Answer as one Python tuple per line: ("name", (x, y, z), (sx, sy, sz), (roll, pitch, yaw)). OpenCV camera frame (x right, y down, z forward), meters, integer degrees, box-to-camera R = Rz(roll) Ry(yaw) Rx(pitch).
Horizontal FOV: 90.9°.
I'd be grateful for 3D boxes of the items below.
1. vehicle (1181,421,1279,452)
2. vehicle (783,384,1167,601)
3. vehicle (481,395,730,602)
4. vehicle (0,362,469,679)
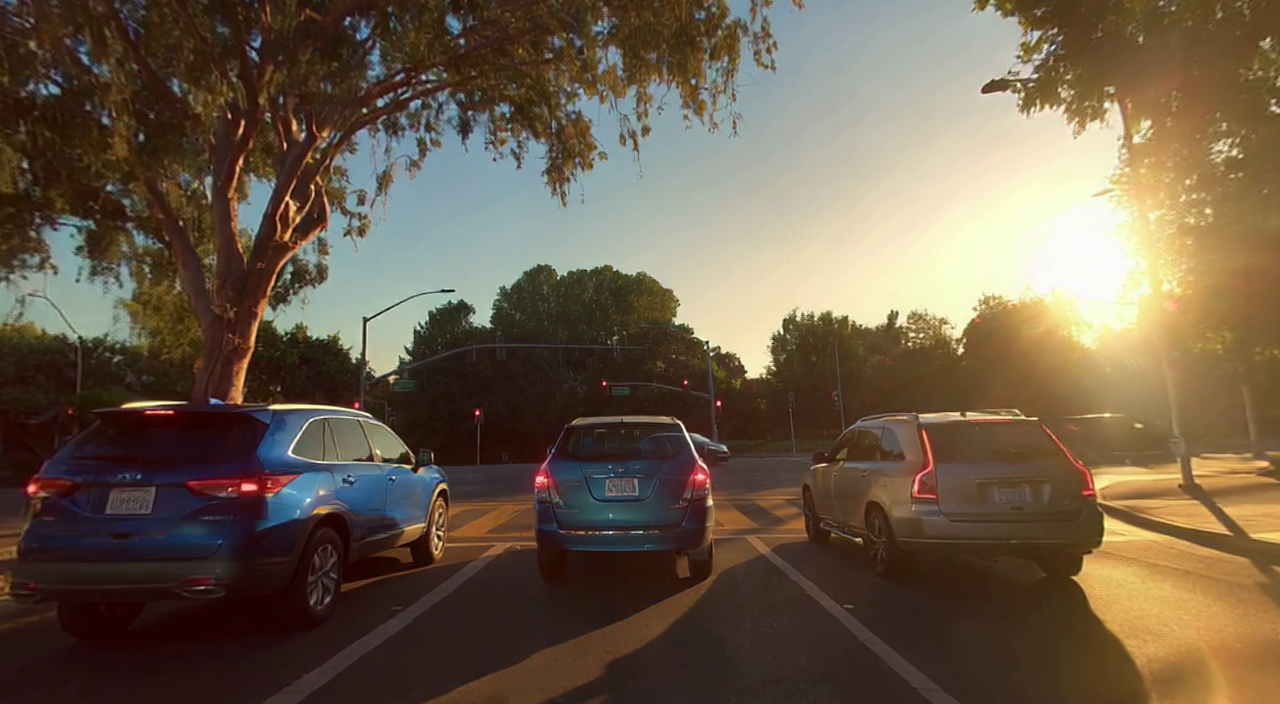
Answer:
("vehicle", (32.785, 4.660, 34.770), (4.175, 1.634, 1.877), (1, -8, -5))
("vehicle", (3.274, 1.485, 7.520), (2.083, 1.779, 4.532), (0, -8, 0))
("vehicle", (-0.234, 1.513, 7.317), (2.067, 1.702, 3.987), (0, -8, 2))
("vehicle", (-3.279, 1.279, 5.893), (2.047, 1.810, 4.414), (0, -8, 1))
